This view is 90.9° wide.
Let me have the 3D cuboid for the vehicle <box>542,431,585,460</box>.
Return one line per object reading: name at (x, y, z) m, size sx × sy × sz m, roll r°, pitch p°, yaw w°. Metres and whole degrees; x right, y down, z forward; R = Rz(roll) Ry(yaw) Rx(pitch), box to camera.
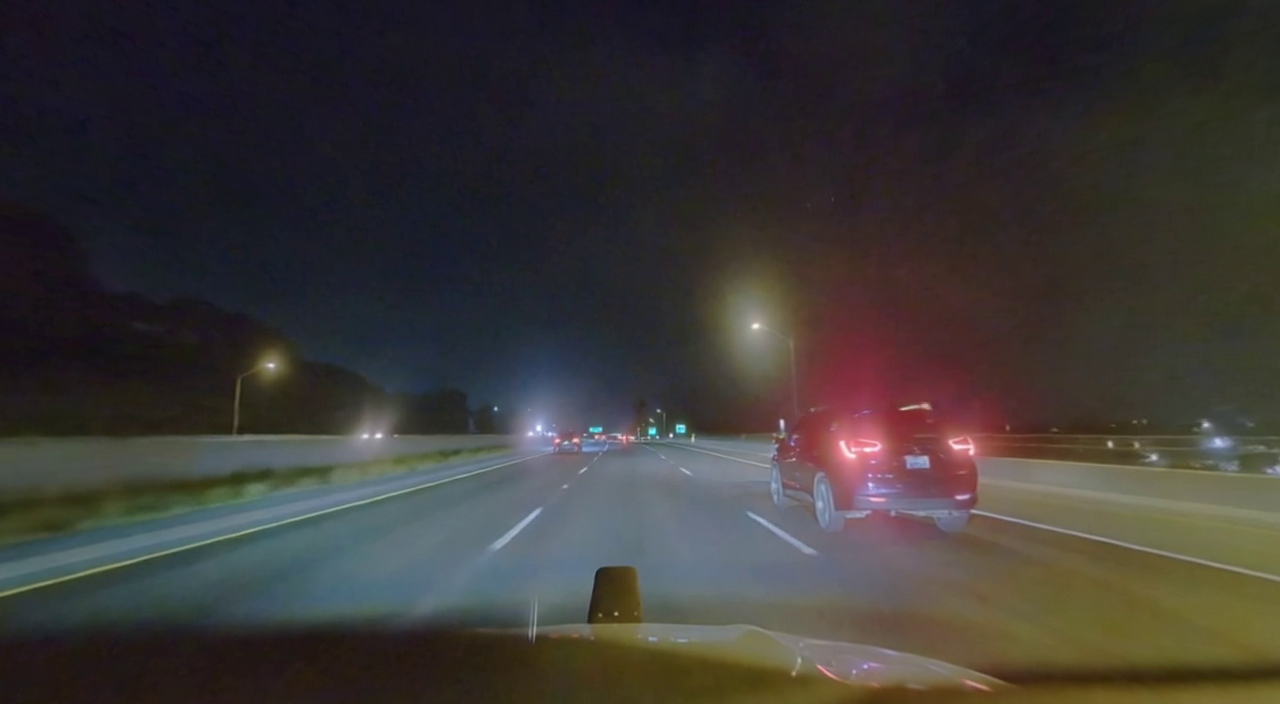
vehicle at (-4.424, 5.513, 37.196) m, size 2.062 × 1.591 × 4.156 m, roll 0°, pitch -8°, yaw -1°
